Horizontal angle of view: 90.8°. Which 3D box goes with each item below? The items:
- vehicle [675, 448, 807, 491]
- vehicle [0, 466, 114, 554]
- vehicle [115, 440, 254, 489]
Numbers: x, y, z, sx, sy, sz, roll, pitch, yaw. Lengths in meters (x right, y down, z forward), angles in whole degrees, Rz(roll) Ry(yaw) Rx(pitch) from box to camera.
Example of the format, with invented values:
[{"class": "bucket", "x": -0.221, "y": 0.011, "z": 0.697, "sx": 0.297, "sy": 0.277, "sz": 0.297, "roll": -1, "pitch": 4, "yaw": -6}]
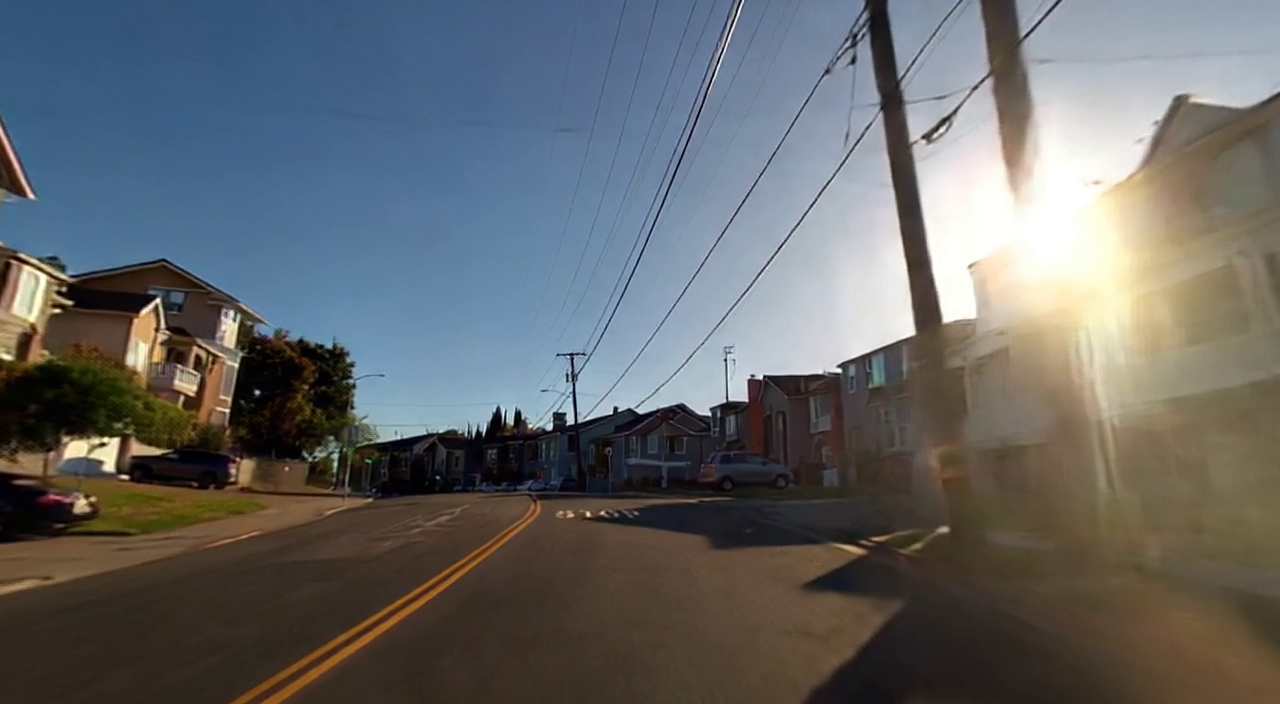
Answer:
[{"class": "vehicle", "x": 4.656, "y": 5.458, "z": 29.422, "sx": 5.578, "sy": 1.842, "sz": 2.300, "roll": 3, "pitch": -10, "yaw": -12}, {"class": "vehicle", "x": -13.400, "y": 3.069, "z": 12.524, "sx": 4.146, "sy": 1.535, "sz": 1.862, "roll": 0, "pitch": -9, "yaw": -3}, {"class": "vehicle", "x": -21.144, "y": 5.331, "z": 29.697, "sx": 4.942, "sy": 1.912, "sz": 2.121, "roll": 6, "pitch": -19, "yaw": -29}]
